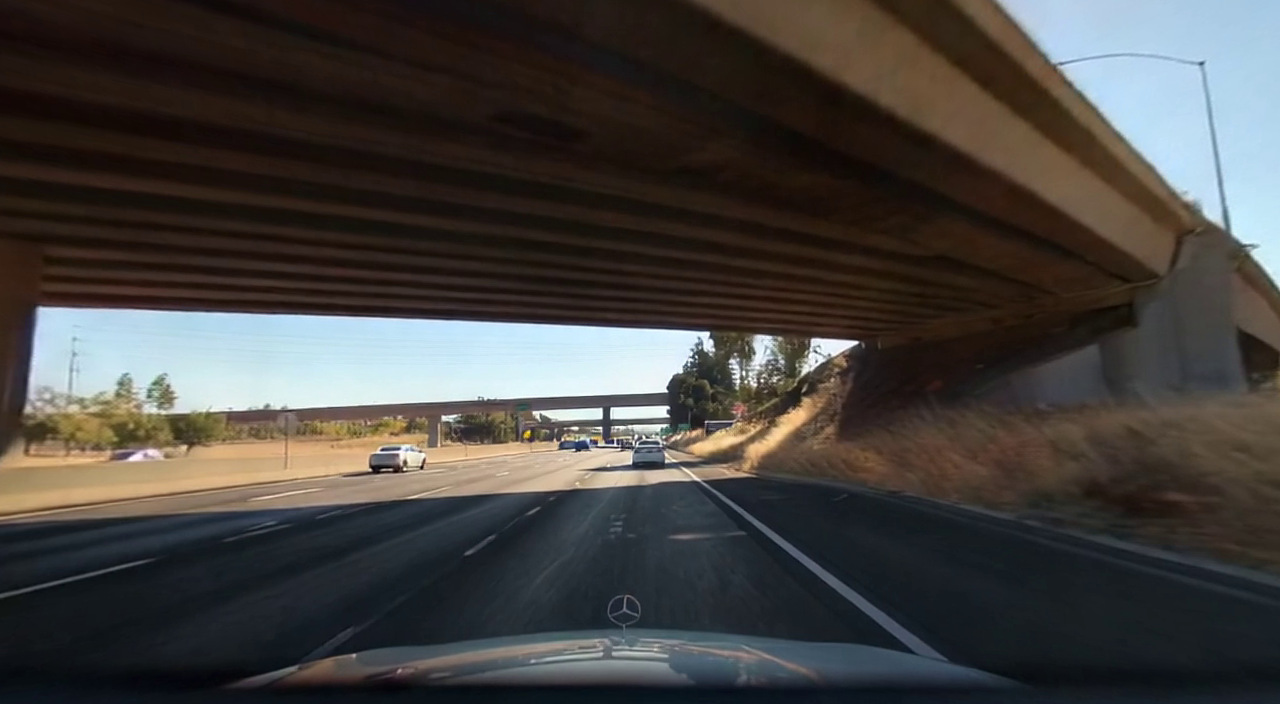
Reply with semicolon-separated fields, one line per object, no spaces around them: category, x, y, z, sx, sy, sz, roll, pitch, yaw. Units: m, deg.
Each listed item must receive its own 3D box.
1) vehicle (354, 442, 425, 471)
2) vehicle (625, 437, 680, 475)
vehicle;-14.053;5.883;35.752;1.960;1.505;4.854;0;-8;1
vehicle;0.488;4.366;26.685;2.145;1.493;4.146;0;-8;0
